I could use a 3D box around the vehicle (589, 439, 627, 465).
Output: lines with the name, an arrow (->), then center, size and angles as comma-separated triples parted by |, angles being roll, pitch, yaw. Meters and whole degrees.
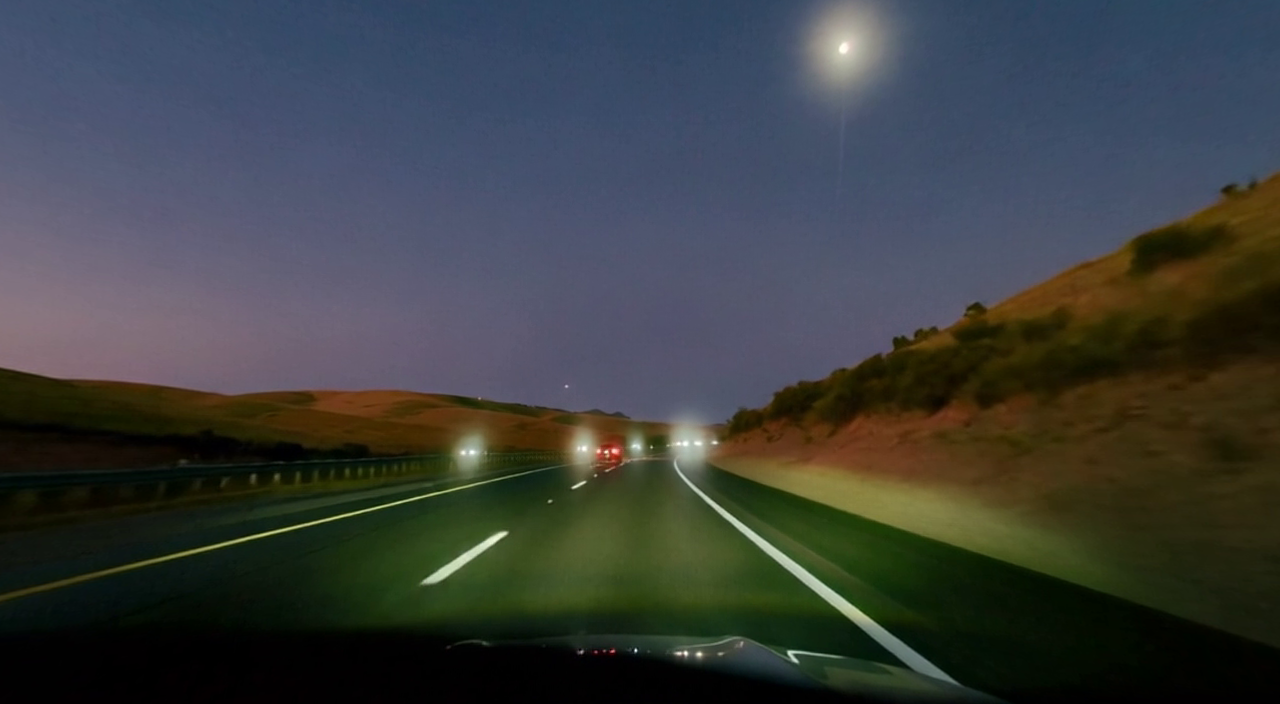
vehicle -> -2.260, 7.231, 45.890 | 2.252, 1.743, 4.560 | -1, -9, 3
